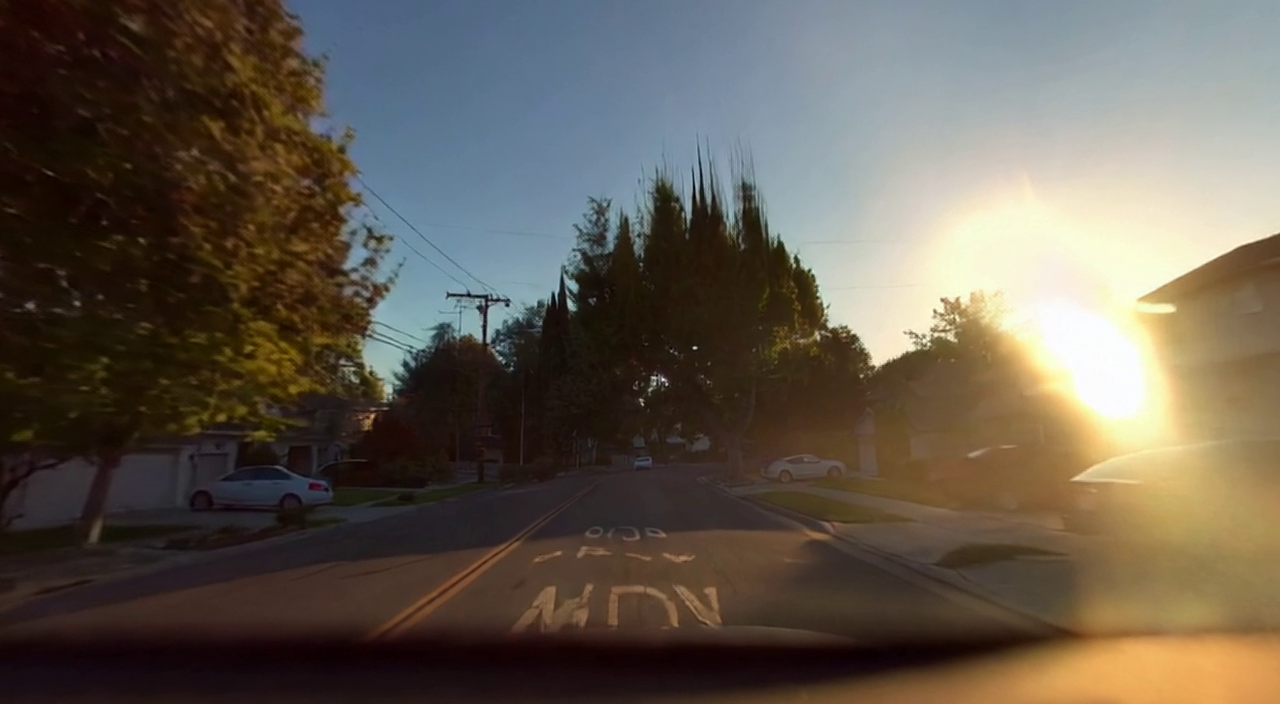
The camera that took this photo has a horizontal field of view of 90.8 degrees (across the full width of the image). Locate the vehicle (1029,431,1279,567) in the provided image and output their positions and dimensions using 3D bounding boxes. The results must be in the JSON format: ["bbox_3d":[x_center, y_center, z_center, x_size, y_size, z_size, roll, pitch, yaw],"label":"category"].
[{"bbox_3d":[8.774,1.953,8.792,5.379,1.611,2.040,0,-9,-2],"label":"vehicle"}]

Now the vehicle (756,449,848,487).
[{"bbox_3d":[7.706,5.522,30.334,3.846,1.725,1.920,1,-9,-4],"label":"vehicle"}]

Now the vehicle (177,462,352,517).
[{"bbox_3d":[-11.738,4.295,19.968,4.243,1.598,2.003,0,-9,3],"label":"vehicle"}]
